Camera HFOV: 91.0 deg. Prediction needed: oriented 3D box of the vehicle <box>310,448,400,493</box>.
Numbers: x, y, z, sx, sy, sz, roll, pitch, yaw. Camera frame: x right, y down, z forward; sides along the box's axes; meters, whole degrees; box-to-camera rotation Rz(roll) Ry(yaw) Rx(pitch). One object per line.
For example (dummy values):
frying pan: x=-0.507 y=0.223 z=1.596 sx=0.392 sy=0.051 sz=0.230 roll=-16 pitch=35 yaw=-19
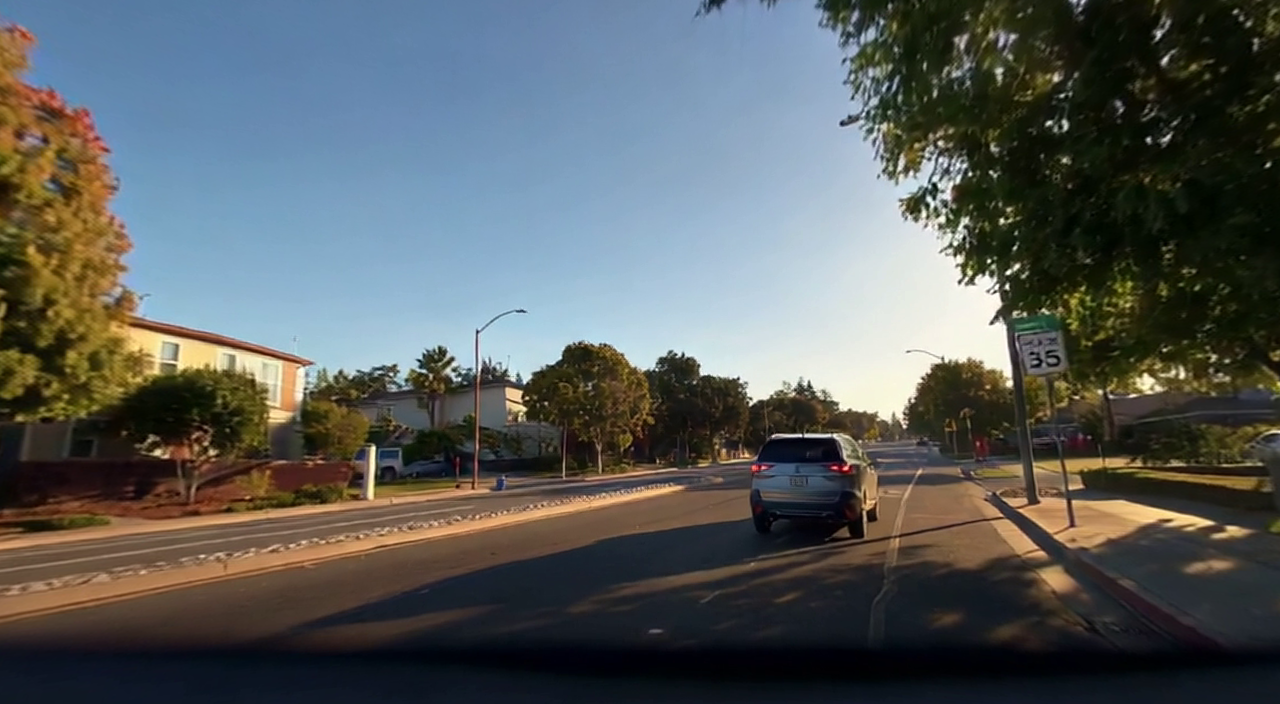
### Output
vehicle: x=-18.496 y=7.683 z=41.222 sx=2.329 sy=2.631 sz=5.560 roll=-5 pitch=-10 yaw=15

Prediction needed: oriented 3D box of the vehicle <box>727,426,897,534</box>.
vehicle: x=3.633 y=2.438 z=12.664 sx=2.018 sy=1.733 sz=4.546 roll=-6 pitch=-10 yaw=31
